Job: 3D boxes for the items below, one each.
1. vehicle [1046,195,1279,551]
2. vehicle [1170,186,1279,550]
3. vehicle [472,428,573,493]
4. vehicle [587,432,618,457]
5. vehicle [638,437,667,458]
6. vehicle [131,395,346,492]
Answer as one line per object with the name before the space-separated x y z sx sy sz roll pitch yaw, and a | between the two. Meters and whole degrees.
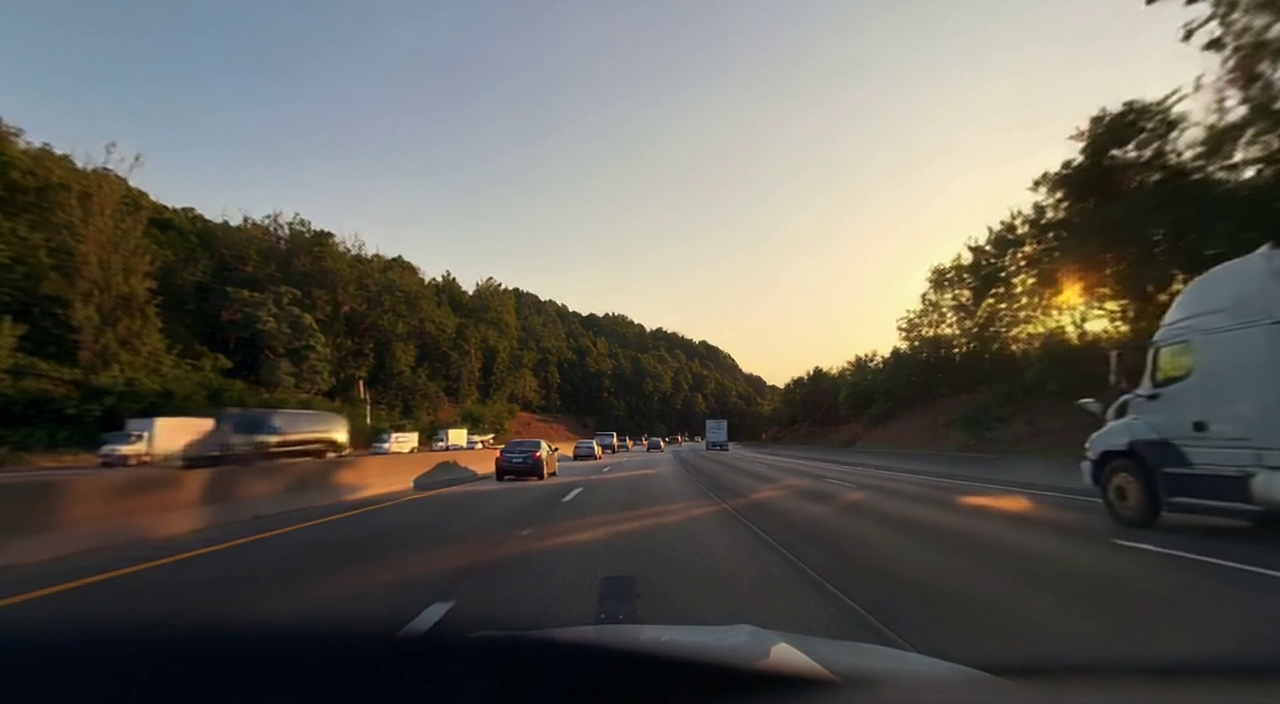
vehicle | 8.704 0.349 7.939 3.005 3.976 5.847 0 -8 -1
vehicle | 8.912 -0.592 1.402 2.866 4.100 14.057 0 -8 -2
vehicle | -3.189 3.015 18.023 2.137 1.618 4.209 0 -8 -1
vehicle | -2.861 7.176 49.036 2.064 1.826 4.263 0 -8 1
vehicle | 0.900 6.923 45.913 2.004 1.465 3.842 0 -8 0
vehicle | -11.649 2.731 19.146 2.357 2.442 6.242 0 -8 0
